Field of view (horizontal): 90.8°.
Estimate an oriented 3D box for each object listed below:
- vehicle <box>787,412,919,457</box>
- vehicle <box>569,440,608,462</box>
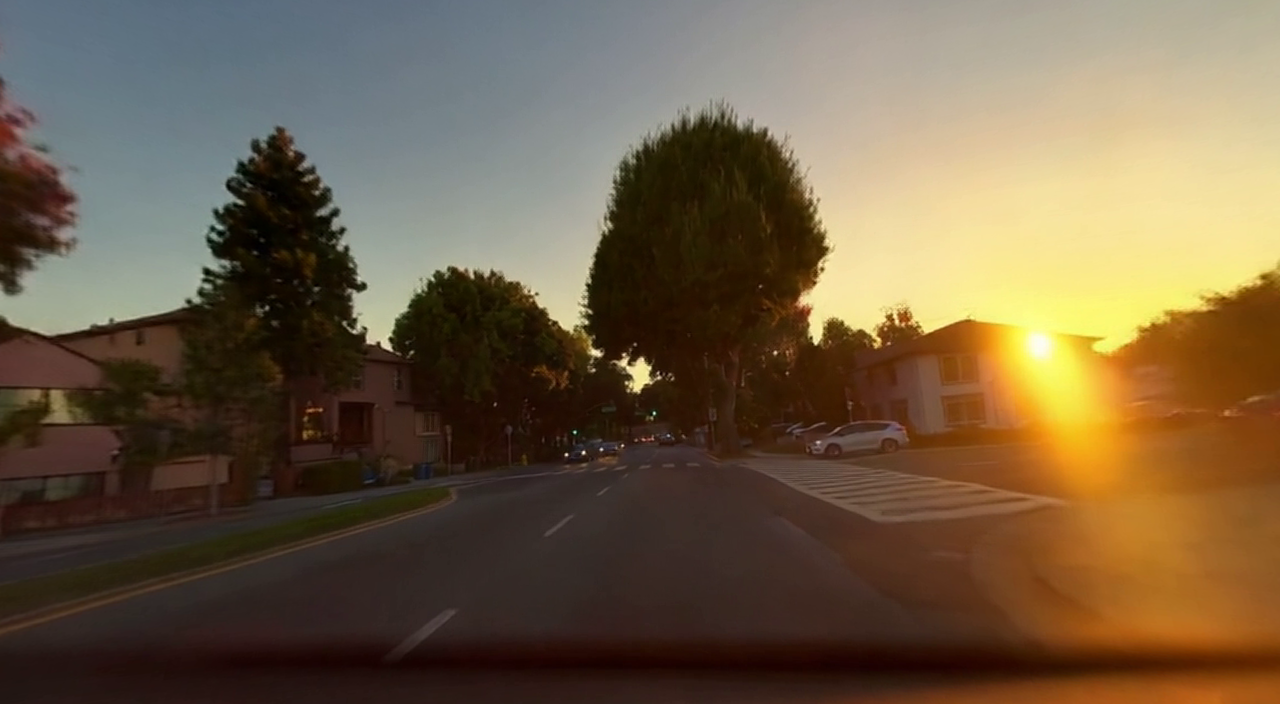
[{"bbox_3d":[8.736,3.466,26.203,4.906,1.729,2.414,-3,-9,18],"label":"vehicle"},{"bbox_3d":[-3.652,7.143,45.616,2.078,1.467,4.376,-1,-8,5],"label":"vehicle"}]
